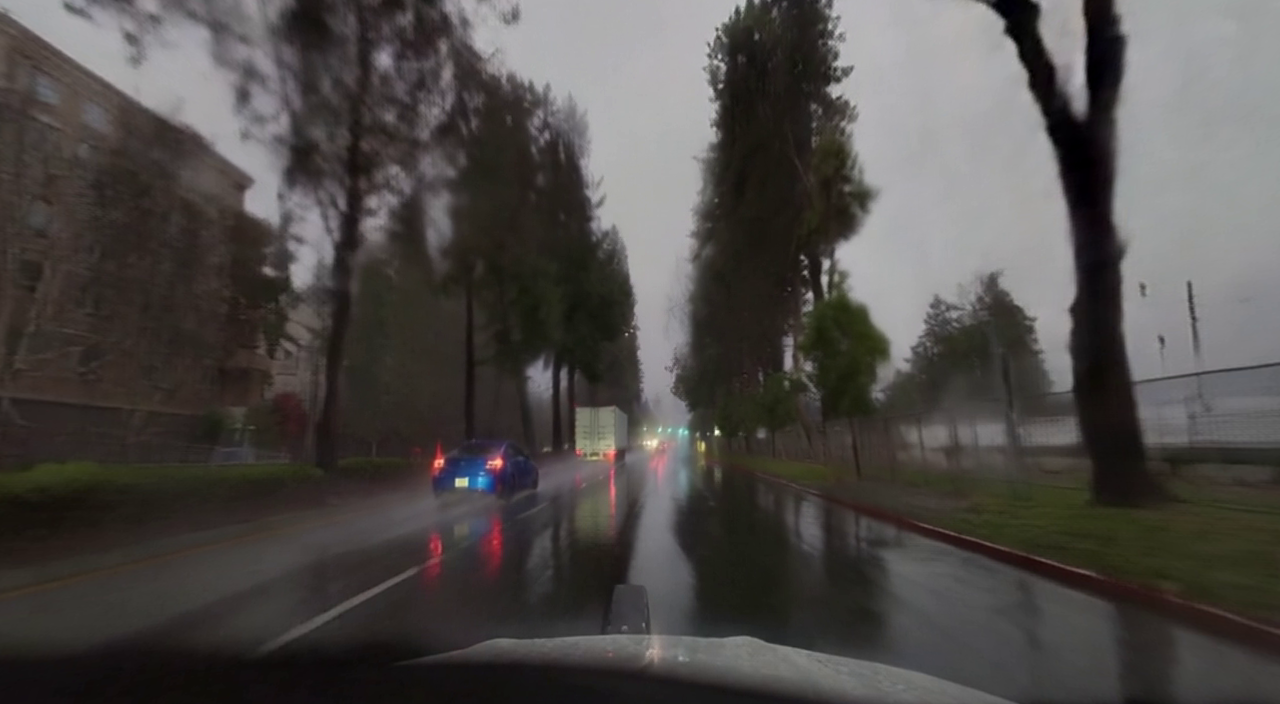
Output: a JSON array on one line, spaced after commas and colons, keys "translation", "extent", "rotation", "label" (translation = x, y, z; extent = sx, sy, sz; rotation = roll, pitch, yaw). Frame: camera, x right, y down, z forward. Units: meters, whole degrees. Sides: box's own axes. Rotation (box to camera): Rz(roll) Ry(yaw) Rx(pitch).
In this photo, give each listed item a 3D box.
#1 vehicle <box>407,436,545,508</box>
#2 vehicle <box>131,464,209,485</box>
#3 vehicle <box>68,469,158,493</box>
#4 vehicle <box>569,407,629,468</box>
[{"translation": [-3.725, 2.795, 15.254], "extent": [2.005, 1.462, 4.345], "rotation": [0, -8, 3], "label": "vehicle"}, {"translation": [-34.374, 8.961, 46.145], "extent": [4.333, 1.436, 1.871], "rotation": [-1, -8, 4], "label": "vehicle"}, {"translation": [-34.029, 8.316, 40.764], "extent": [3.992, 1.467, 2.092], "rotation": [-1, -10, 4], "label": "vehicle"}, {"translation": [-2.306, 5.199, 38.401], "extent": [2.746, 3.276, 8.572], "rotation": [0, -8, 2], "label": "vehicle"}]
